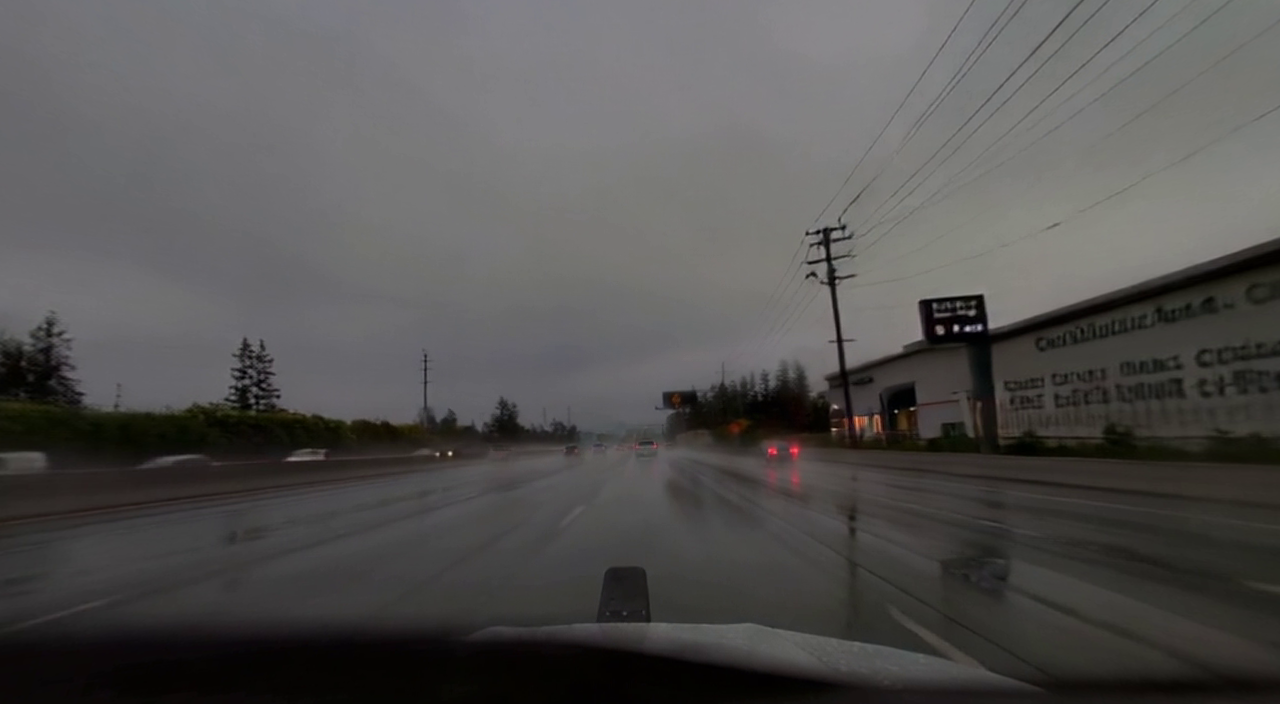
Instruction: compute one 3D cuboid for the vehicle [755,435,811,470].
[{"bbox_3d":[7.649,5.418,34.121,1.937,1.698,4.322,0,-8,-1],"label":"vehicle"}]
